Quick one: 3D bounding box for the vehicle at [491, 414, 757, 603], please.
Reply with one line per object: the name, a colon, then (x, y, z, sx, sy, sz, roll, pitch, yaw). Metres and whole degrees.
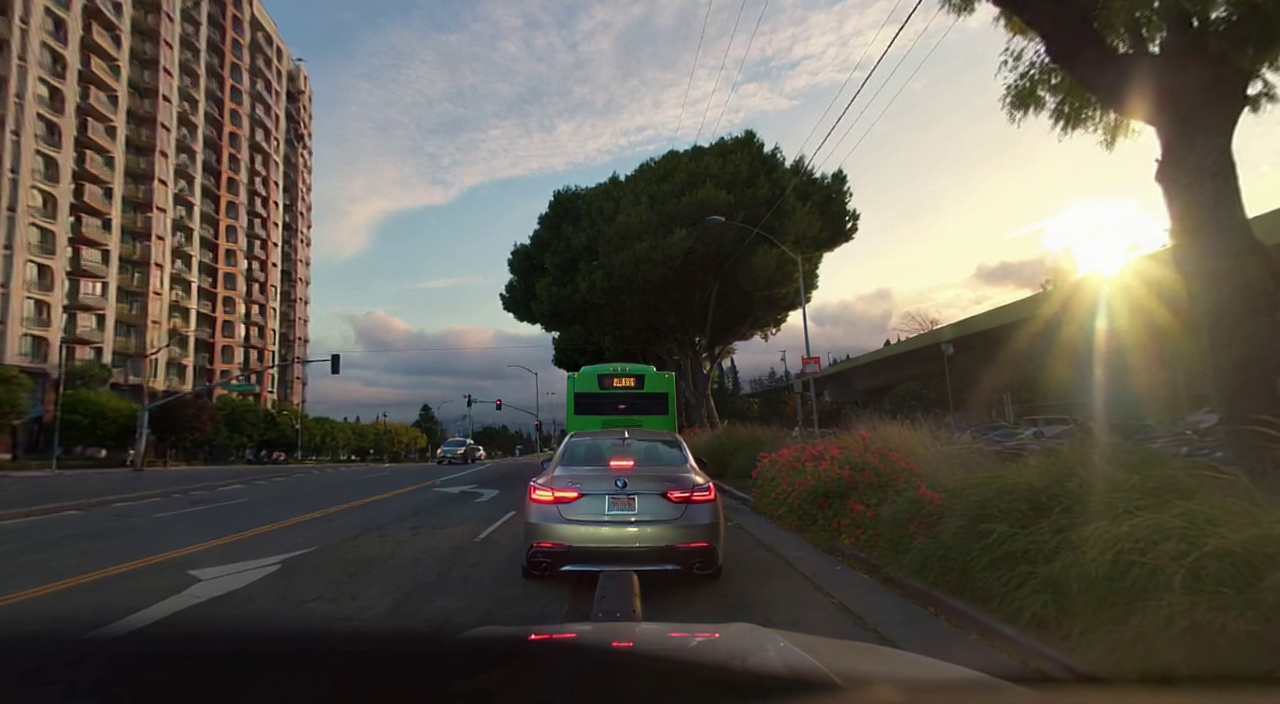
vehicle: (-0.171, 1.482, 6.933, 2.064, 1.452, 3.942, 0, -8, -1)
